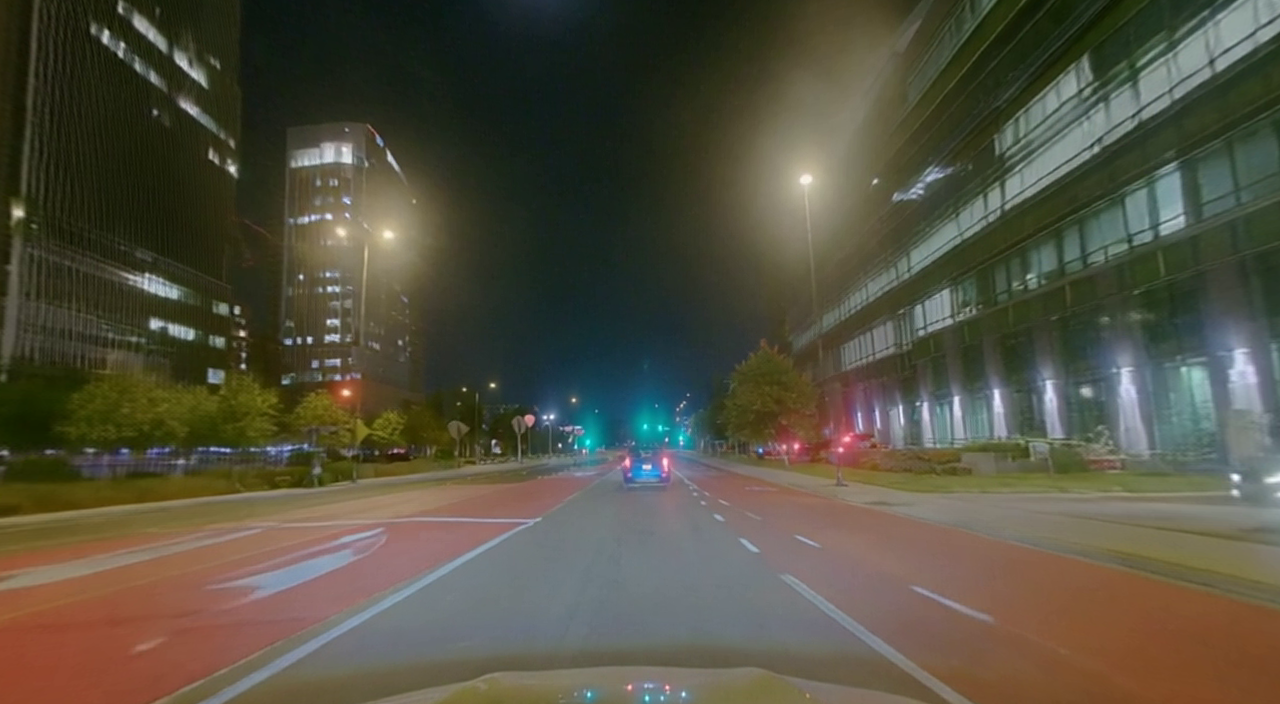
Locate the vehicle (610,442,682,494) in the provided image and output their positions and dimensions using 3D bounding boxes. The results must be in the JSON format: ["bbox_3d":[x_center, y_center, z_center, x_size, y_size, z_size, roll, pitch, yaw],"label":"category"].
[{"bbox_3d":[0.158,3.664,20.246,2.063,1.442,4.135,0,-9,0],"label":"vehicle"}]

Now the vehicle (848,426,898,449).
[{"bbox_3d":[15.780,5.834,42.824,1.979,1.460,3.848,-1,-9,2],"label":"vehicle"}]
